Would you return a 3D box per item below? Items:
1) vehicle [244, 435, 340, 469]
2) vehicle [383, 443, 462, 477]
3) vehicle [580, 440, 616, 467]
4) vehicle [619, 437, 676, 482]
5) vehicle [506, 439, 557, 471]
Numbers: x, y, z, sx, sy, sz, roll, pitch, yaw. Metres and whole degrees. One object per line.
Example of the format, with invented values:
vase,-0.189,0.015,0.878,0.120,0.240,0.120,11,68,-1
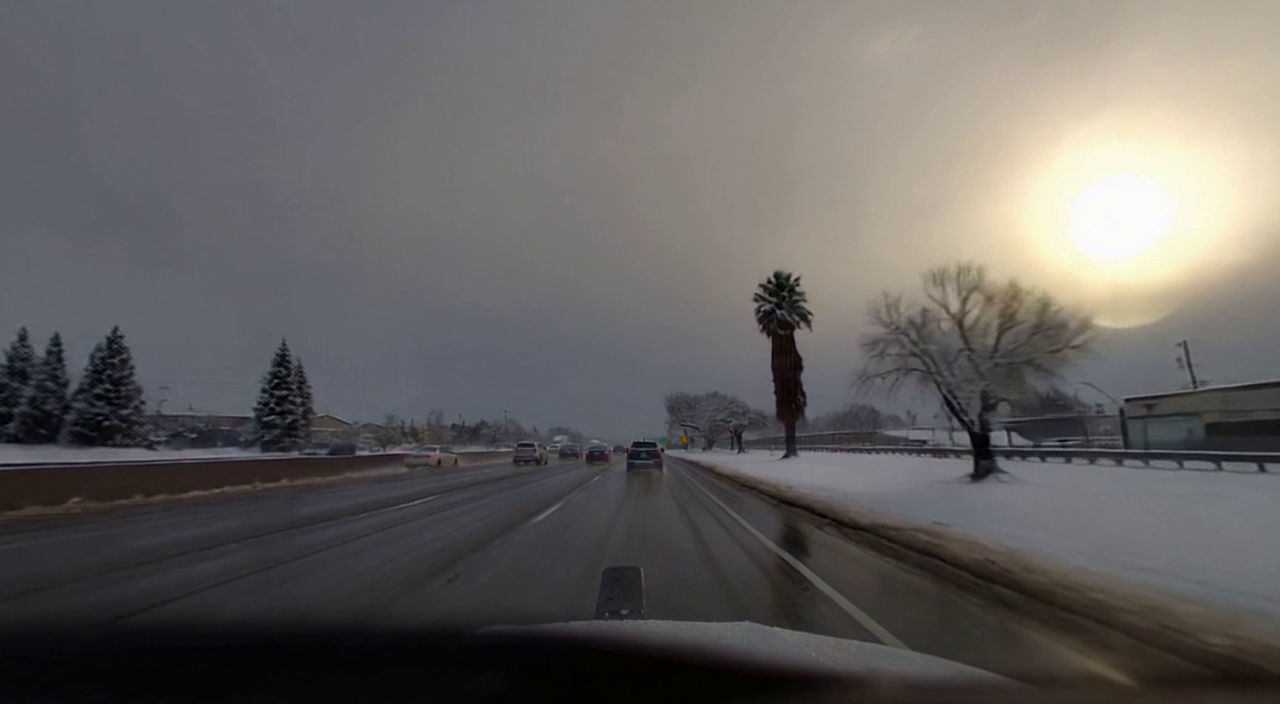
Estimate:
vehicle,-23.772,6.863,43.568,2.684,2.091,6.612,0,-8,2
vehicle,-10.455,5.200,30.758,1.910,1.501,5.004,0,-8,2
vehicle,-2.993,7.337,45.697,2.108,1.832,4.549,0,-8,2
vehicle,0.297,4.352,25.948,2.136,1.678,4.052,0,-8,1
vehicle,-6.452,6.142,37.948,2.105,1.790,4.689,0,-8,2
